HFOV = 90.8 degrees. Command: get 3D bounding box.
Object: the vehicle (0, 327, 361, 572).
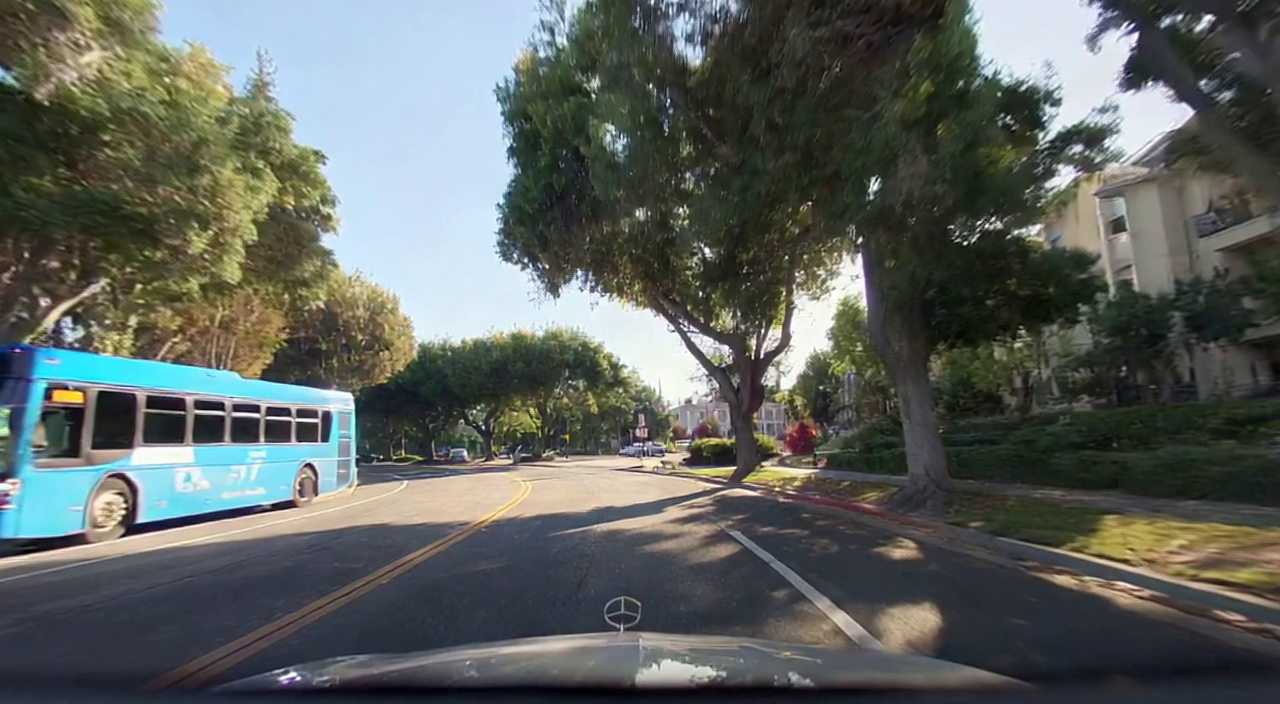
[{"bbox_3d":[-8.603,1.776,11.922,2.886,2.994,8.380,0,-8,0],"label":"vehicle"}]
